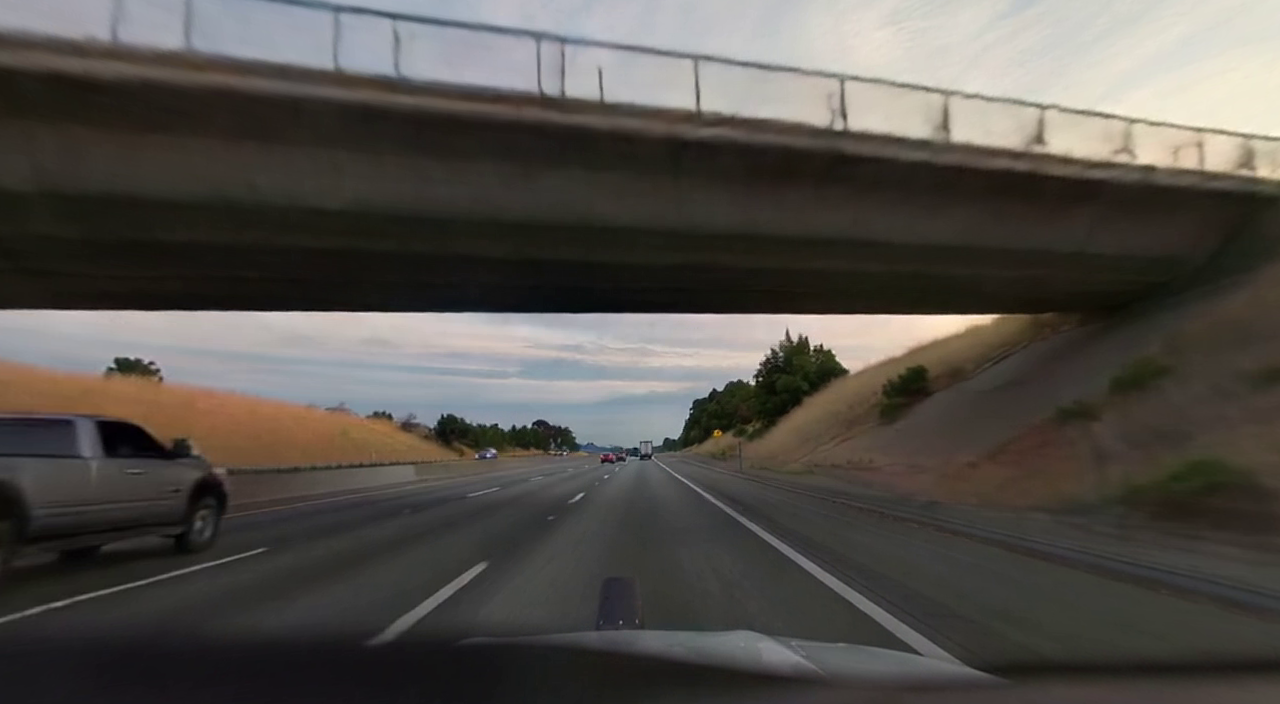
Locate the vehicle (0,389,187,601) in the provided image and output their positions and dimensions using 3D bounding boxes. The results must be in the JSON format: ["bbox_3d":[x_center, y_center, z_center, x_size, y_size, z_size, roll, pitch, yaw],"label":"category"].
[{"bbox_3d":[-7.053,1.279,5.550,2.232,1.947,5.180,0,-9,0],"label":"vehicle"}]
